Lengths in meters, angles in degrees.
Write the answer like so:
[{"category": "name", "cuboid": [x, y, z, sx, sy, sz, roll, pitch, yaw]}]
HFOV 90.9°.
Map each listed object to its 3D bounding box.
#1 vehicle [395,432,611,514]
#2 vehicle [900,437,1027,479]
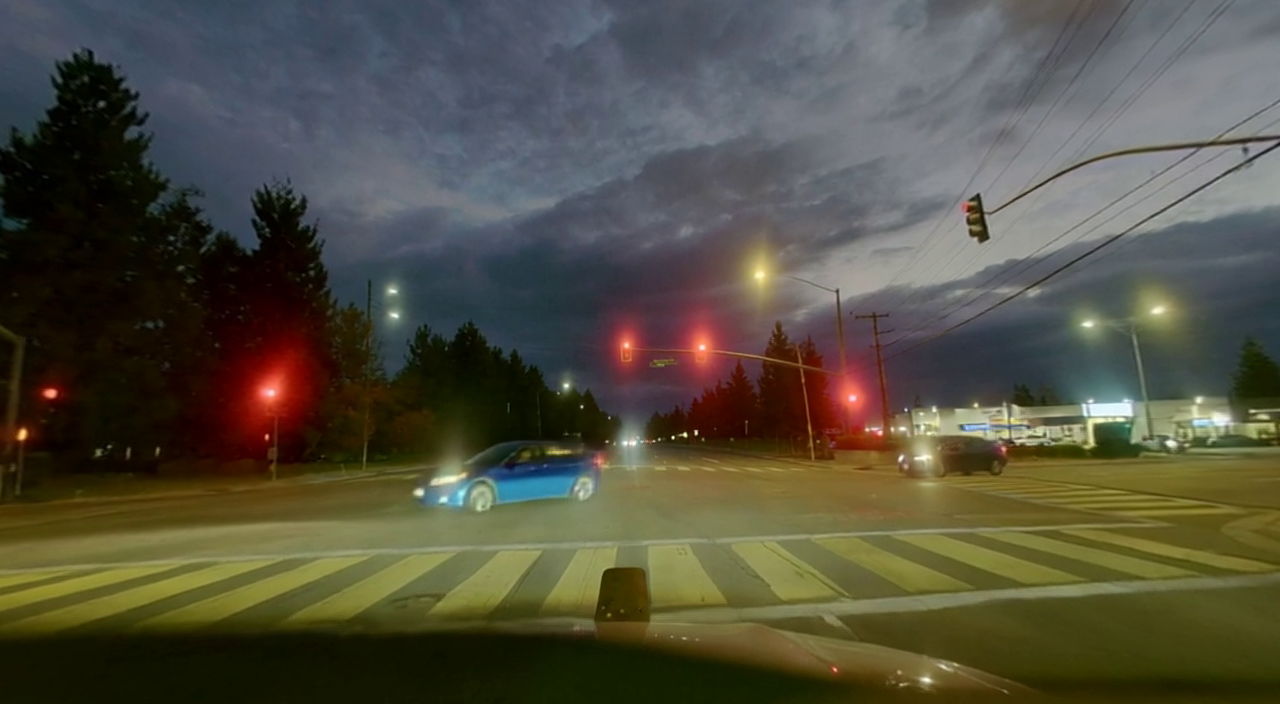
[{"category": "vehicle", "cuboid": [-2.790, 2.561, 13.897, 1.864, 1.482, 4.528, -6, -10, 35]}, {"category": "vehicle", "cuboid": [12.670, 4.121, 24.689, 4.377, 1.523, 1.877, 3, -9, -20]}]
